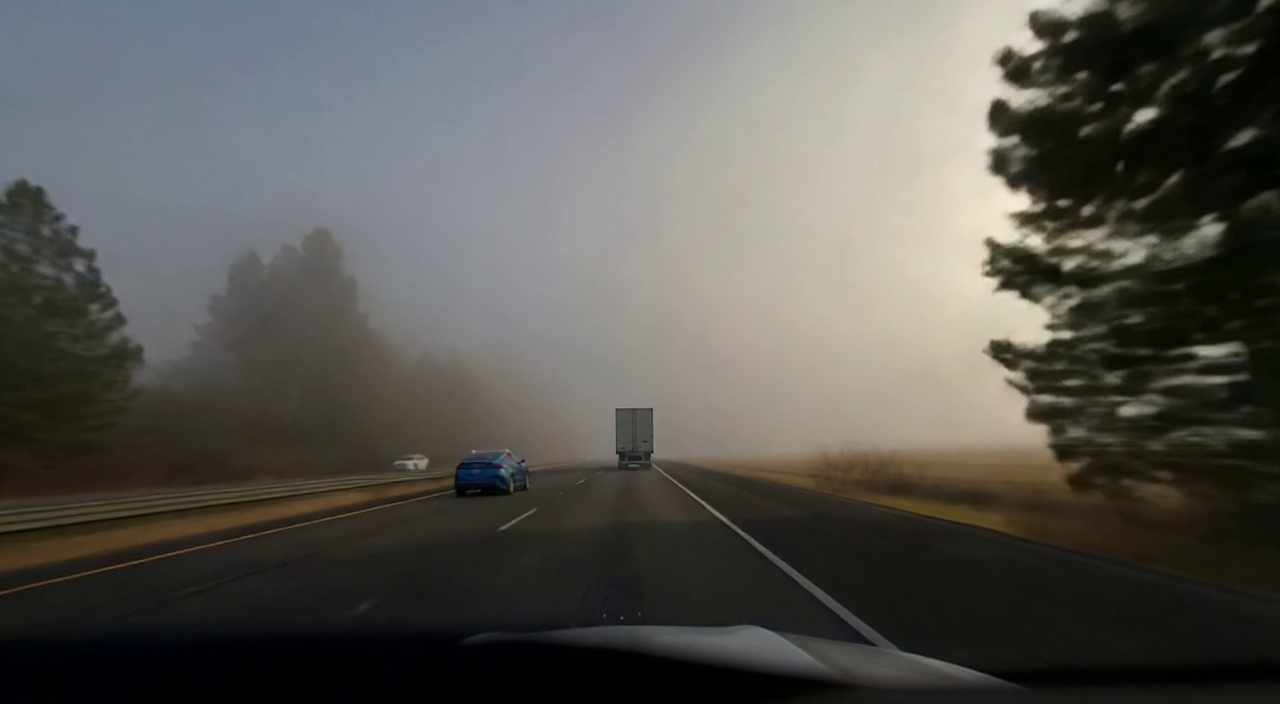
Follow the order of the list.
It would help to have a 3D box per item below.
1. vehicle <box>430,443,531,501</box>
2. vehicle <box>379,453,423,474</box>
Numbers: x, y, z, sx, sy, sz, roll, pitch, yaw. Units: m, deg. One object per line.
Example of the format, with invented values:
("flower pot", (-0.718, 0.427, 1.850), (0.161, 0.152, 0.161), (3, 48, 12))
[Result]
("vehicle", (-4.467, 3.414, 18.285), (1.937, 1.493, 3.779), (0, -9, 0))
("vehicle", (-18.129, 8.458, 48.060), (1.805, 1.466, 3.803), (0, -9, 0))
